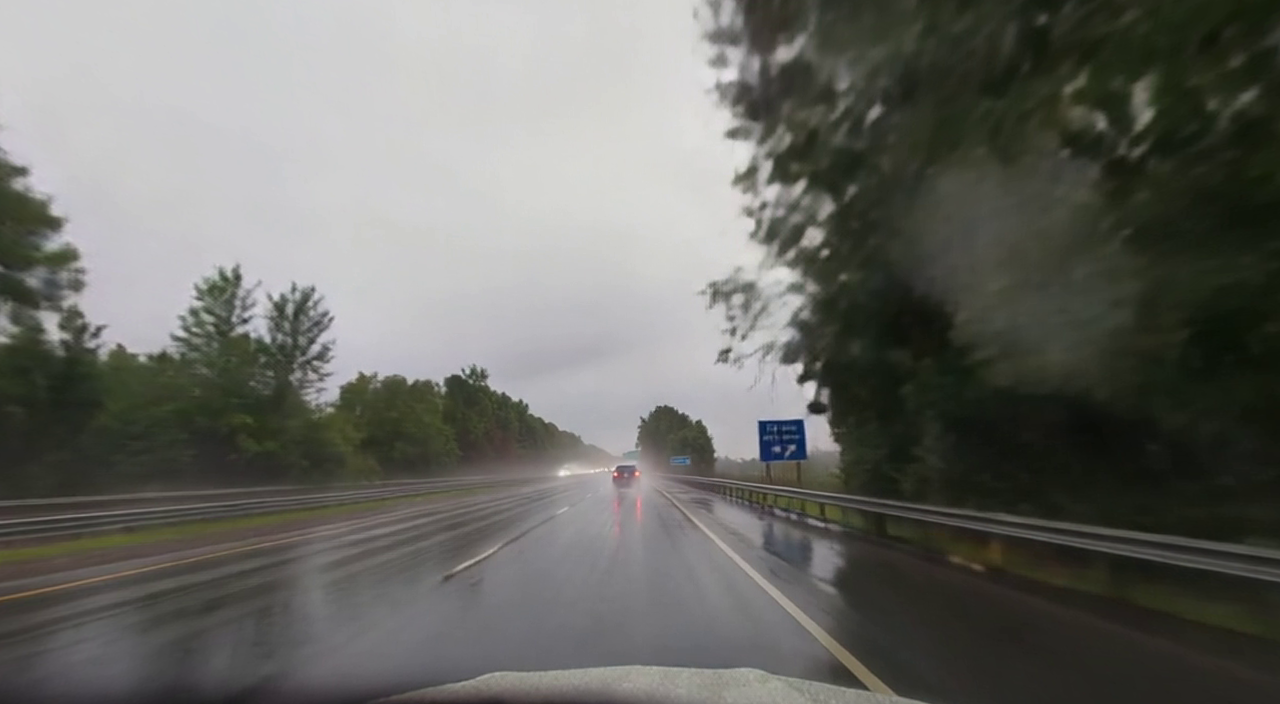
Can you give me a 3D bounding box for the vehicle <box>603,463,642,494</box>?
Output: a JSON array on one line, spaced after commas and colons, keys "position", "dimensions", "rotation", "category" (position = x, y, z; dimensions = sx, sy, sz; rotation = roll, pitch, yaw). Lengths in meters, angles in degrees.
[{"position": [-1.000, 7.452, 37.387], "dimensions": [2.107, 1.668, 4.554], "rotation": [1, -11, 0], "category": "vehicle"}]
